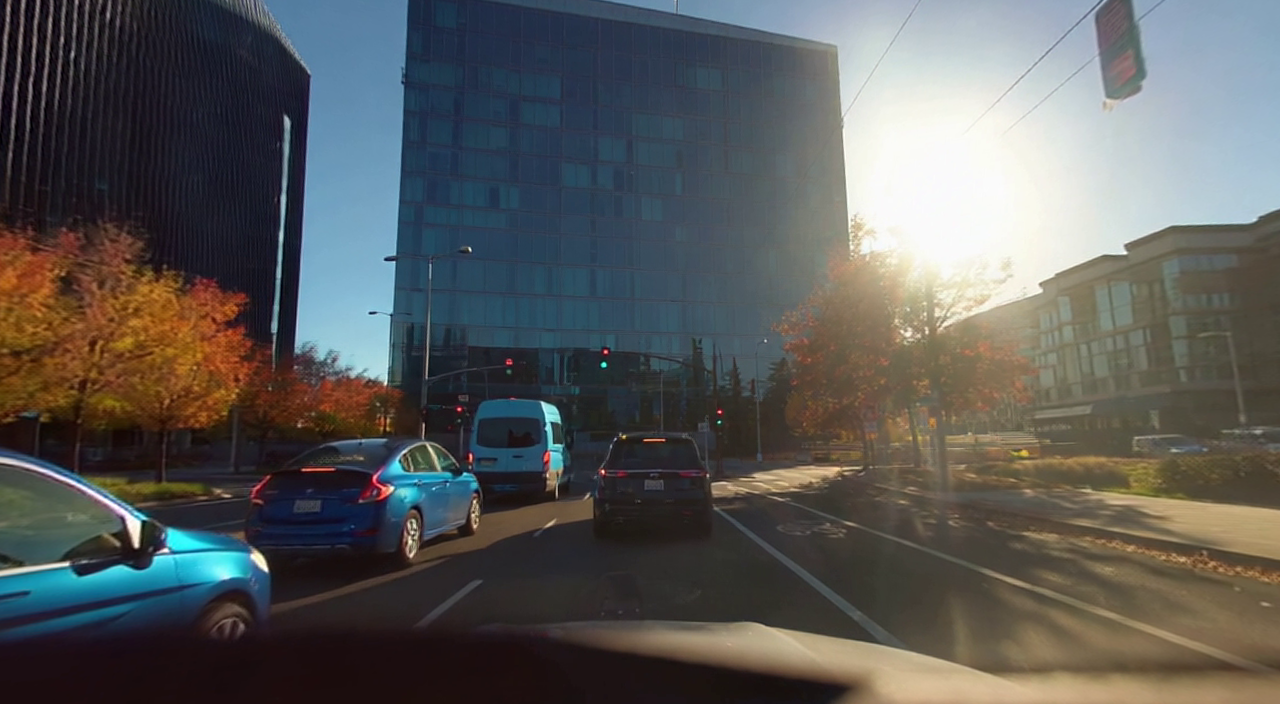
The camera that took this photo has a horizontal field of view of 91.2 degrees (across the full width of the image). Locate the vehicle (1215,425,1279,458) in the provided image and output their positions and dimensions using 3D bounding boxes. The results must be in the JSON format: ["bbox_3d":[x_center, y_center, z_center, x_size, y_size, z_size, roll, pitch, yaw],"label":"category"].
[{"bbox_3d":[28.545,4.035,28.179,1.631,1.416,3.914,0,-9,0],"label":"vehicle"}]

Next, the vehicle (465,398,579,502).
[{"bbox_3d":[-3.297,2.937,18.957,2.343,2.635,5.684,0,-9,0],"label":"vehicle"}]

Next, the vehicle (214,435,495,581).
[{"bbox_3d":[-3.500,1.968,8.766,1.955,1.499,4.223,0,-9,0],"label":"vehicle"}]

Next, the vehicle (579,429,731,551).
[{"bbox_3d":[0.169,2.092,10.097,1.979,1.562,3.630,0,-9,-1],"label":"vehicle"}]

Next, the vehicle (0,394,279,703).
[{"bbox_3d":[-2.905,0.815,1.425,1.893,1.491,3.798,0,-9,0],"label":"vehicle"}]
